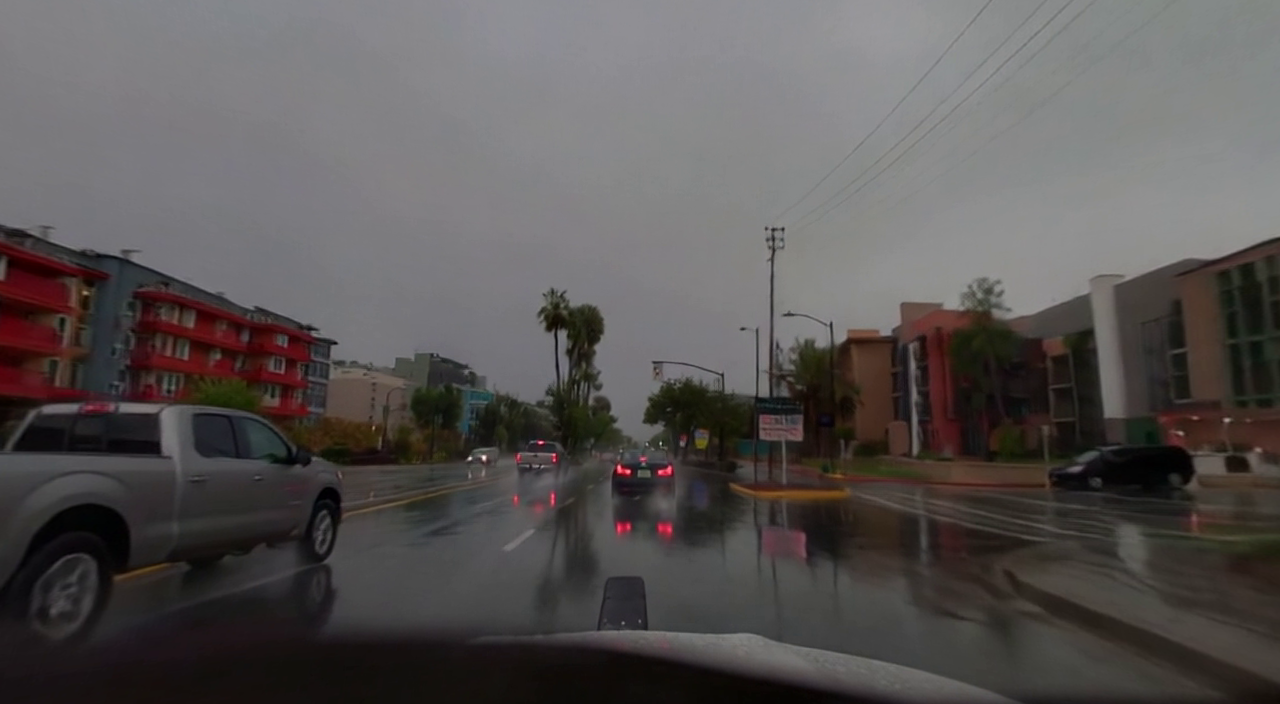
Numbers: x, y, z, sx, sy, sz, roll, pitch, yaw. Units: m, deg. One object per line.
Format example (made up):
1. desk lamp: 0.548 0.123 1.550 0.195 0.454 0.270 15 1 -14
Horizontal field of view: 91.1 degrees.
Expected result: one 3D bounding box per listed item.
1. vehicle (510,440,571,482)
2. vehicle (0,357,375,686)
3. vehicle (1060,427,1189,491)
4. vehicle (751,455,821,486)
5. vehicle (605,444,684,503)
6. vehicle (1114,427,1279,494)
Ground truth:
1. vehicle: -5.193 5.800 33.836 2.447 2.062 5.911 0 -9 -1
2. vehicle: -4.862 1.313 5.786 2.187 1.904 6.103 0 -9 0
3. vehicle: 32.995 7.324 42.987 5.858 4.169 3.001 -1 -10 2
4. vehicle: 6.721 5.357 28.718 2.949 1.209 3.070 -1 -9 15
5. vehicle: 0.074 3.586 18.962 2.122 1.562 4.152 0 -9 -1
6. vehicle: 38.889 7.427 42.944 10.136 4.260 3.014 0 -9 2
